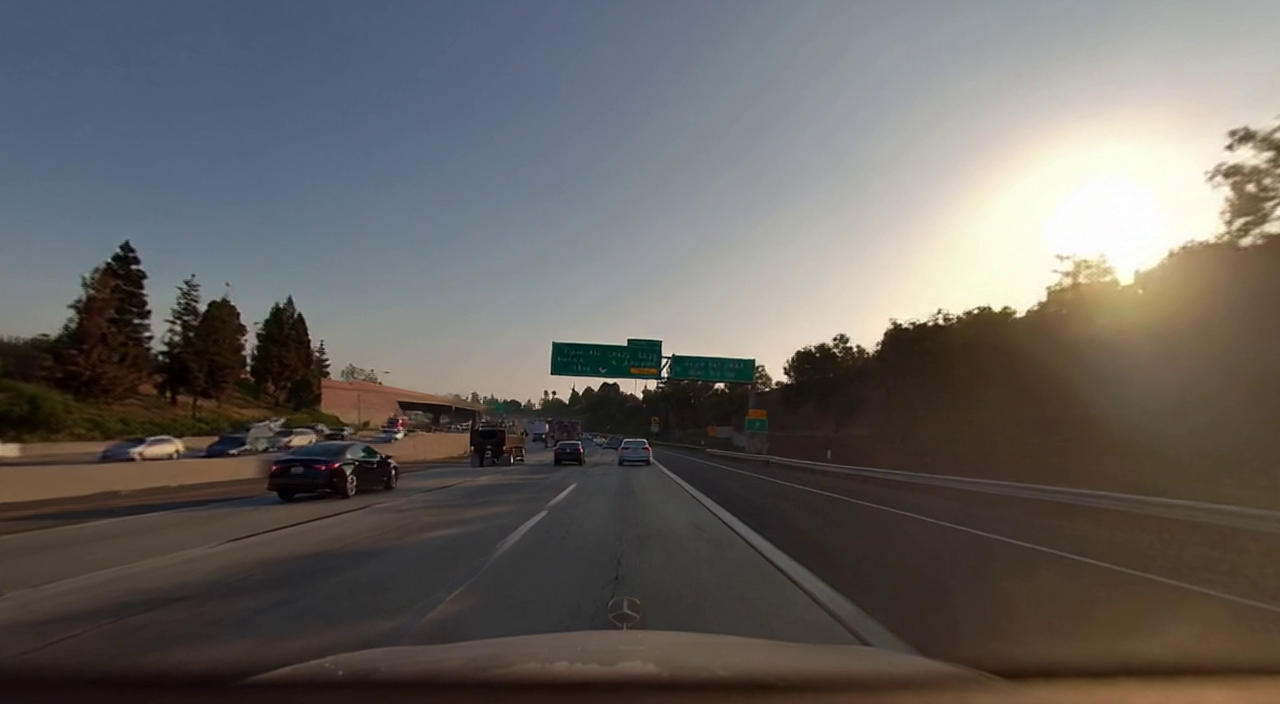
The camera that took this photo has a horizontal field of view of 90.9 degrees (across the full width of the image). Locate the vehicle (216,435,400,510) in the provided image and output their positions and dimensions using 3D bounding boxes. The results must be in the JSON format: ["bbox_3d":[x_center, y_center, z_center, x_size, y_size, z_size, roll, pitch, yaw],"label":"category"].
[{"bbox_3d":[-7.496,2.738,14.855,1.896,1.465,4.399,0,-8,0],"label":"vehicle"}]

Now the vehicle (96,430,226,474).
[{"bbox_3d":[-19.639,4.105,26.176,1.931,1.643,4.533,0,-8,-3],"label":"vehicle"}]

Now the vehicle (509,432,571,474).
[{"bbox_3d":[-4.152,4.250,26.781,2.005,1.631,4.295,0,-8,-1],"label":"vehicle"}]

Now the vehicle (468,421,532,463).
[{"bbox_3d":[-8.619,5.656,39.595,2.773,2.402,6.232,0,-8,-2],"label":"vehicle"}]

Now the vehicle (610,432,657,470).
[{"bbox_3d":[-0.364,4.662,29.986,2.092,1.671,3.772,0,-8,-2],"label":"vehicle"}]

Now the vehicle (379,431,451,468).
[{"bbox_3d":[-11.833,5.152,33.559,2.079,1.807,5.187,0,-8,-2],"label":"vehicle"}]

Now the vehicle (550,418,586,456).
[{"bbox_3d":[-5.413,6.520,48.077,2.279,2.672,5.256,0,-8,-2],"label":"vehicle"}]
